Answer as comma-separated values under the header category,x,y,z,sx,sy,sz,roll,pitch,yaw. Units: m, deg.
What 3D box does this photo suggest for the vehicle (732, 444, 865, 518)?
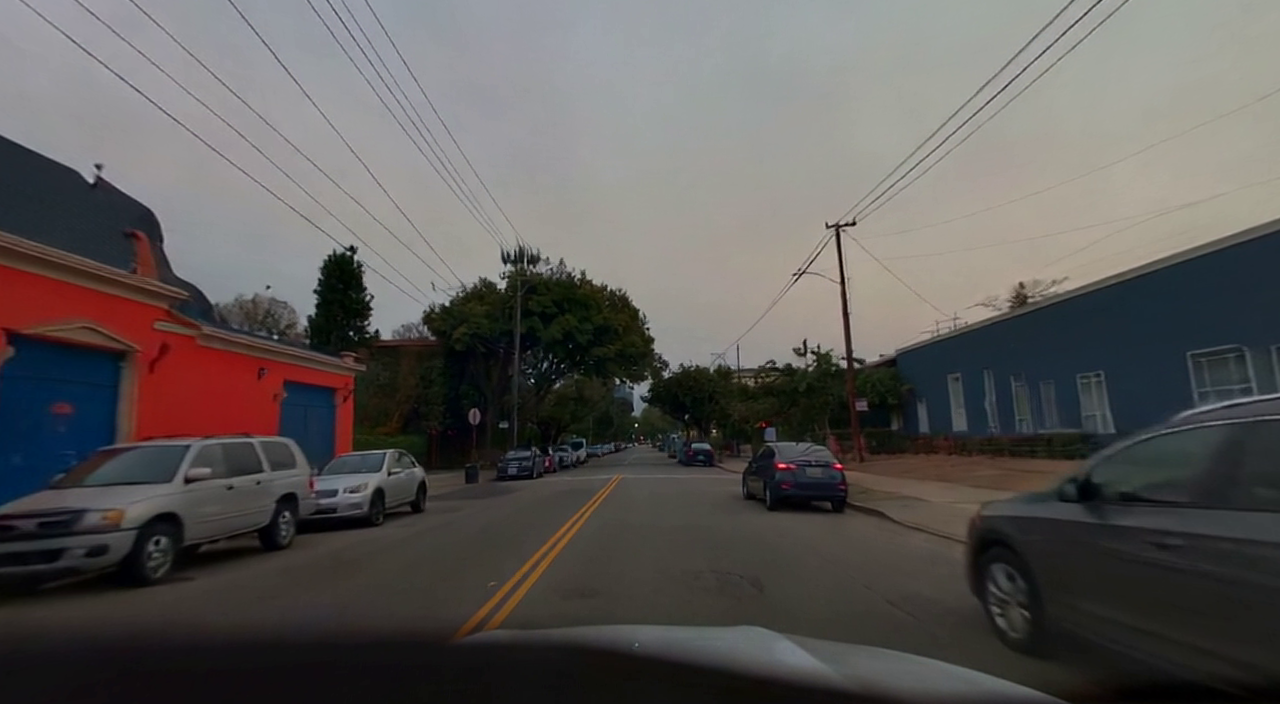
category,x,y,z,sx,sy,sz,roll,pitch,yaw
vehicle,3.571,2.993,15.289,1.942,1.476,4.739,0,-9,-1

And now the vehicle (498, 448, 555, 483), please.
category,x,y,z,sx,sy,sz,roll,pitch,yaw
vehicle,-5.826,5.885,32.932,1.910,1.488,3.999,-1,-6,6

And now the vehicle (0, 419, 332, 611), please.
category,x,y,z,sx,sy,sz,roll,pitch,yaw
vehicle,-6.202,1.959,8.518,1.983,1.809,4.503,-2,-9,-2

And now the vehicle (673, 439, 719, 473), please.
category,x,y,z,sx,sy,sz,roll,pitch,yaw
vehicle,3.352,6.364,38.788,2.313,1.937,5.092,0,-9,0

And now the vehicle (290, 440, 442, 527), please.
category,x,y,z,sx,sy,sz,roll,pitch,yaw
vehicle,-6.289,3.033,15.059,1.906,1.623,4.057,-4,-9,-2

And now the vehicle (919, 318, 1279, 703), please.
category,x,y,z,sx,sy,sz,roll,pitch,yaw
vehicle,3.455,0.879,2.885,2.182,1.824,4.622,0,-9,-1
